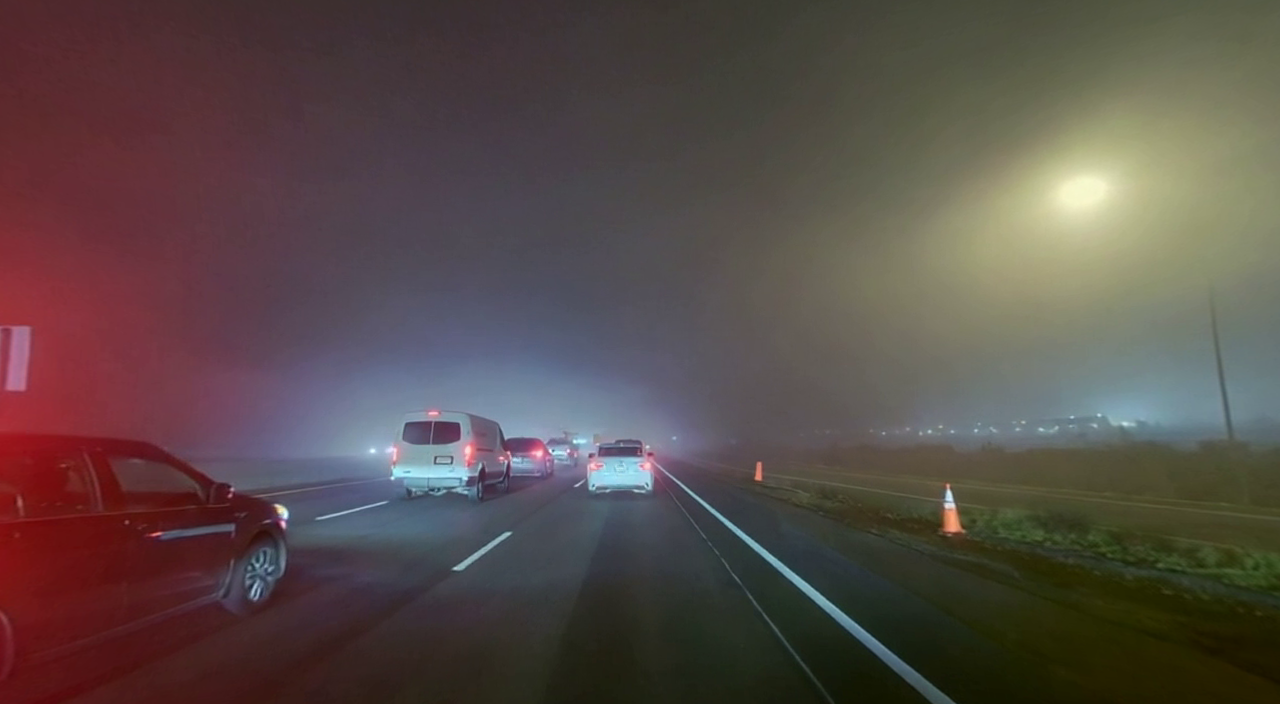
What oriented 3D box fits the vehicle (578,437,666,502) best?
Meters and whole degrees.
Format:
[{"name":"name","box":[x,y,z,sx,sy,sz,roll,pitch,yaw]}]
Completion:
[{"name":"vehicle","box":[-0.469,3.059,16.854,2.069,1.484,3.918,0,-9,-1]}]

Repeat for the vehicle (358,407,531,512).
[{"name":"vehicle","box":[-4.284,2.509,15.174,2.324,2.012,5.740,0,-9,0]}]

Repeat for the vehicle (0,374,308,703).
[{"name":"vehicle","box":[-3.940,0.966,3.240,2.041,1.604,4.384,0,-9,1]}]

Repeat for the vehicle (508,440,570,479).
[{"name":"vehicle","box":[-4.023,4.361,25.892,1.824,1.459,4.007,0,-9,1]}]
